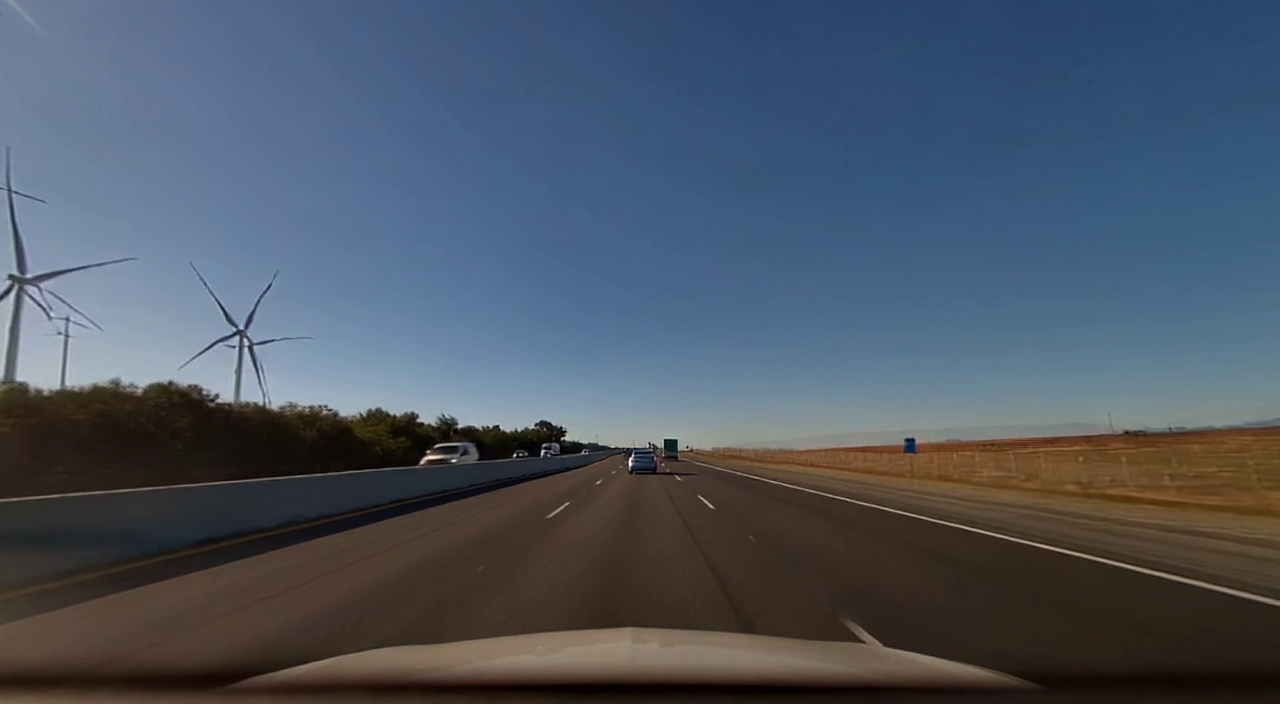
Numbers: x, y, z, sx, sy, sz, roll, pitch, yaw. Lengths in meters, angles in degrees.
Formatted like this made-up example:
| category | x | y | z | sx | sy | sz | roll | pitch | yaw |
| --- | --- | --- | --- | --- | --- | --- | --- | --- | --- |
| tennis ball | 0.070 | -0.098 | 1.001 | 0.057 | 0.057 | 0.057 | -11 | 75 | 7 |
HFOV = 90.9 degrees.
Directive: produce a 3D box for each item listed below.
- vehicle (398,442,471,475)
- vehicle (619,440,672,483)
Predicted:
| category | x | y | z | sx | sy | sz | roll | pitch | yaw |
| --- | --- | --- | --- | --- | --- | --- | --- | --- | --- |
| vehicle | -11.671 | 6.089 | 36.261 | 2.201 | 1.765 | 5.378 | -1 | -9 | 2 |
| vehicle | 0.208 | 4.658 | 26.975 | 2.083 | 1.653 | 3.787 | 0 | -9 | 0 |
